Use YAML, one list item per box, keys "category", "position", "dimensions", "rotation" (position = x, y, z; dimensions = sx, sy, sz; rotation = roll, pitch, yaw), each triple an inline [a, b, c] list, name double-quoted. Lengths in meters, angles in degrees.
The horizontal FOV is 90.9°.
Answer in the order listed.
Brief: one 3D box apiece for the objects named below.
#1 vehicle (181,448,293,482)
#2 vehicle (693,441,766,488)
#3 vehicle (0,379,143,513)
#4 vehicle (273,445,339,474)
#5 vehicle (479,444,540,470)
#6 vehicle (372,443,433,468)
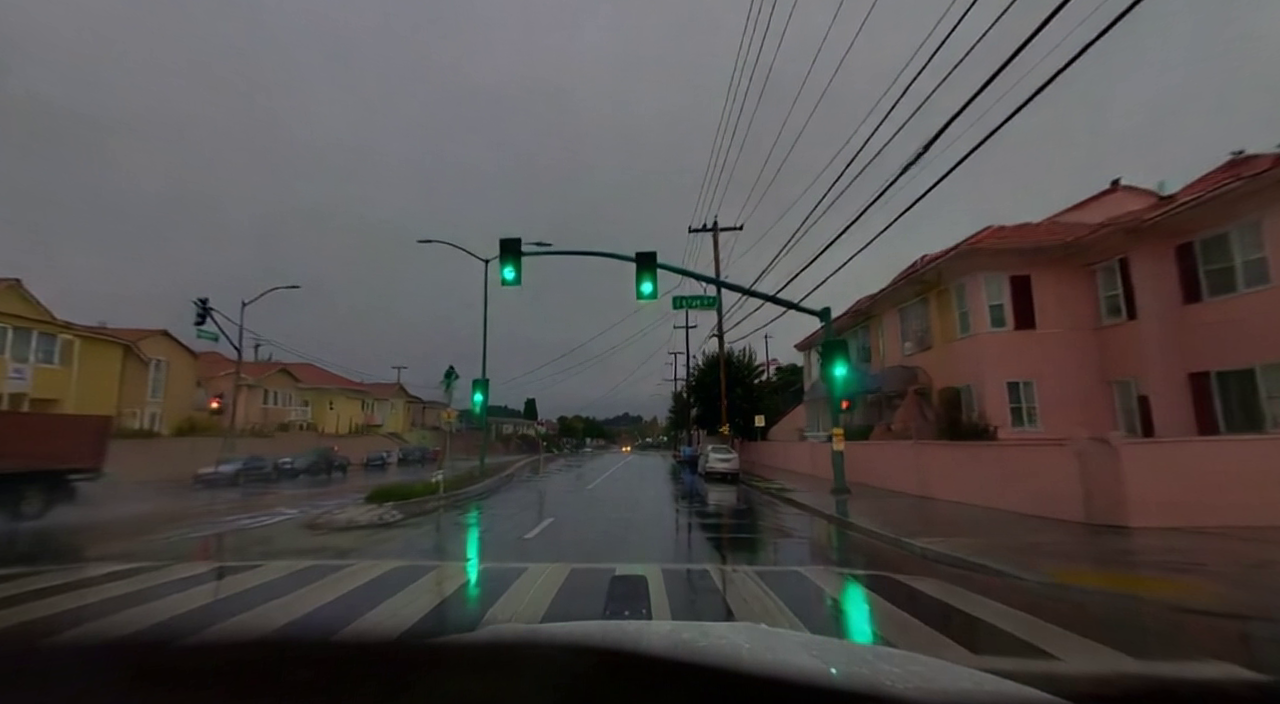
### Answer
- category: "vehicle"
  position: [-18.969, 5.309, 29.956]
  dimensions: [2.060, 1.484, 4.726]
  rotation: [-1, -8, 2]
- category: "vehicle"
  position: [3.112, 4.028, 22.927]
  dimensions: [1.986, 1.491, 4.500]
  rotation: [0, -9, 0]
- category: "vehicle"
  position: [-16.282, 2.161, 14.482]
  dimensions: [2.979, 3.071, 7.978]
  rotation: [0, -8, 2]
- category: "vehicle"
  position: [-18.710, 6.018, 35.494]
  dimensions: [1.652, 1.478, 3.682]
  rotation: [0, -8, 0]
- category: "vehicle"
  position: [-5.992, 4.837, 29.244]
  dimensions: [1.925, 1.016, 2.951]
  rotation: [-1, -6, 7]
- category: "vehicle"
  position: [-15.479, 6.771, 41.377]
  dimensions: [1.985, 1.515, 4.792]
  rotation: [-1, -9, 2]
